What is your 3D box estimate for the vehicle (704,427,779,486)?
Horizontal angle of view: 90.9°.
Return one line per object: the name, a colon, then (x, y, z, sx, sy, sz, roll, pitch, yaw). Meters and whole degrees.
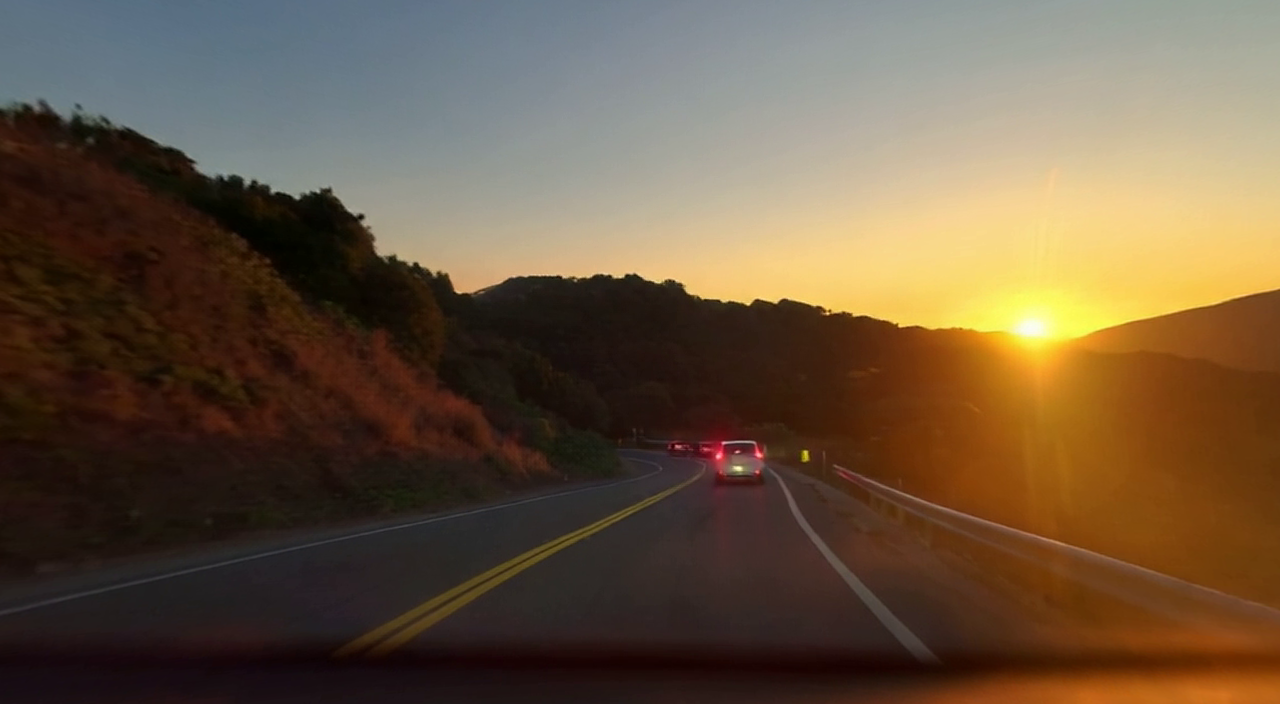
vehicle: (3.897, 3.978, 24.359, 2.500, 1.961, 5.637, -1, -8, 9)
